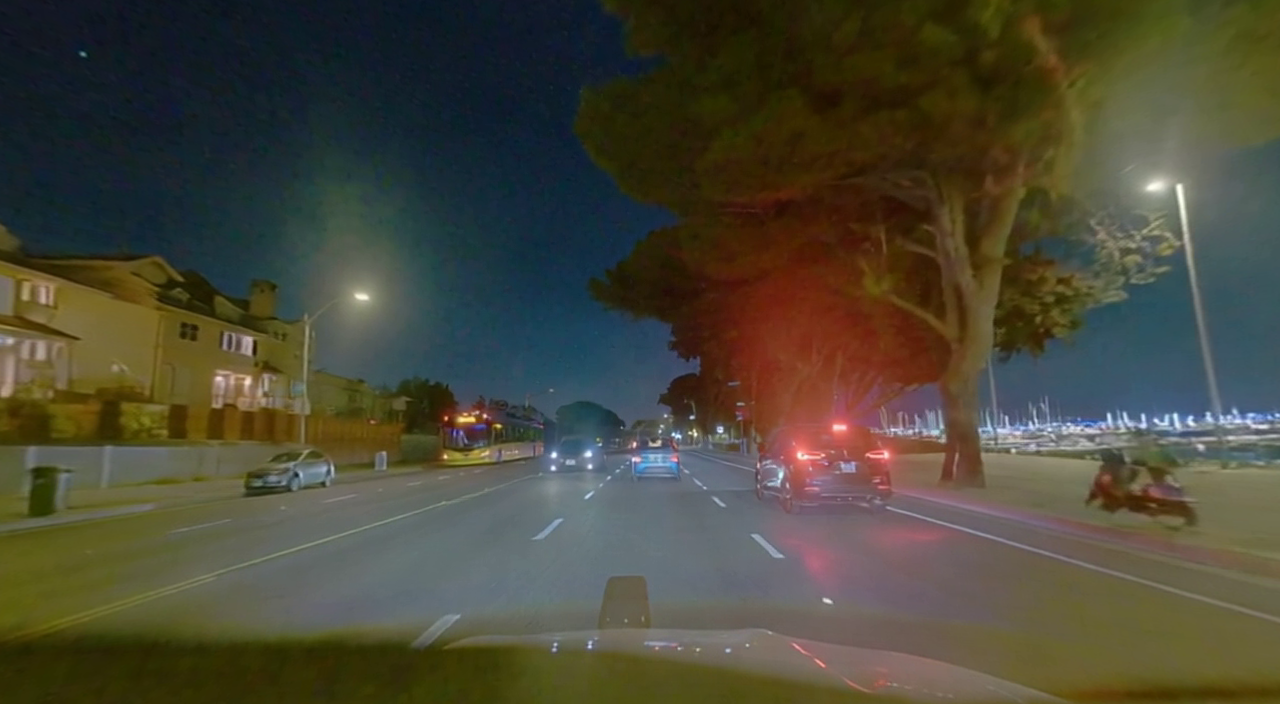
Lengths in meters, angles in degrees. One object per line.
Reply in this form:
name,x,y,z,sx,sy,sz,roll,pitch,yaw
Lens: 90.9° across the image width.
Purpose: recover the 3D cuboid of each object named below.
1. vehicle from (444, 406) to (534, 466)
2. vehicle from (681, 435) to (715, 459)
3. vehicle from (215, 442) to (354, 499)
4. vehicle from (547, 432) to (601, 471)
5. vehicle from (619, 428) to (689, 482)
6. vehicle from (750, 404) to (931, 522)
vehicle,-9.473,5.531,40.895,2.995,3.421,9.259,-1,-9,3
vehicle,3.965,6.579,43.655,1.876,1.626,3.851,0,-9,-1
vehicle,-10.394,3.470,18.801,1.731,1.489,3.841,-1,-9,3
vehicle,-2.953,4.574,29.158,1.929,1.648,4.114,-1,-9,2
vehicle,0.410,3.435,21.166,2.132,1.632,3.838,0,-9,0
vehicle,3.504,2.050,12.065,2.000,1.809,4.405,0,-9,0
